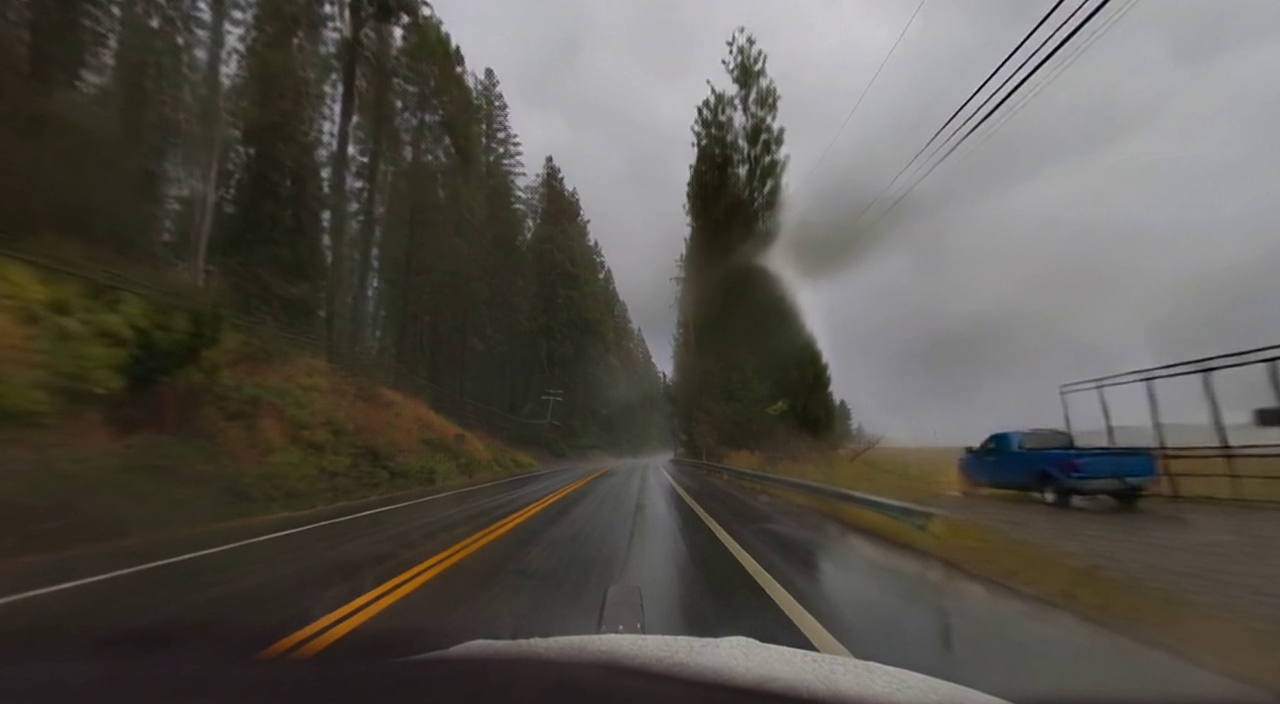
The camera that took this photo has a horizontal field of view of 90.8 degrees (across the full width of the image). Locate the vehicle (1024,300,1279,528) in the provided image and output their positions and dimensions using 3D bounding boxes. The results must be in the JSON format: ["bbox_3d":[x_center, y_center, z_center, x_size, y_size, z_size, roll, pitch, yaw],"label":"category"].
[{"bbox_3d":[14.699,1.533,14.497,3.172,4.493,18.371,-2,-9,9],"label":"vehicle"}]
